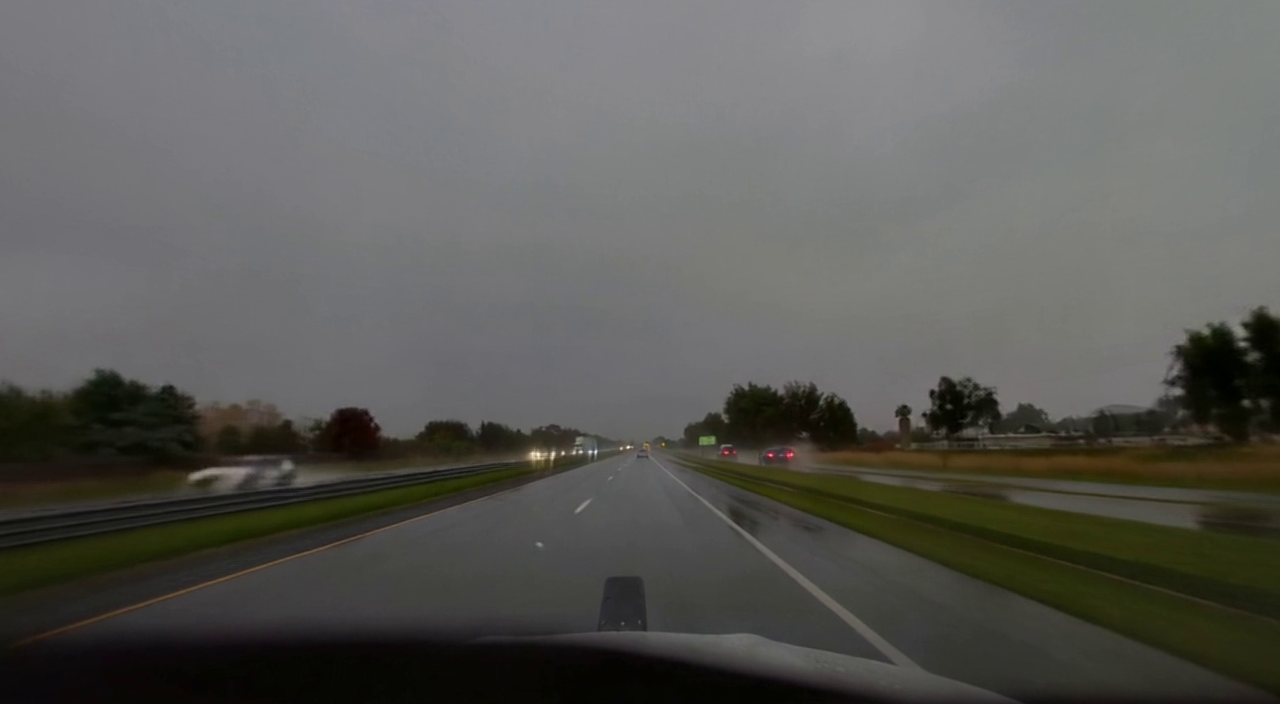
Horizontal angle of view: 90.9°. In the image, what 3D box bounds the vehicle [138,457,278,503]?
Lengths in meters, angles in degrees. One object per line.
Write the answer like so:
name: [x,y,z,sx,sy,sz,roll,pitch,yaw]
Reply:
vehicle: [-15.194,4.493,22.527,1.811,1.452,4.412,0,-9,1]
